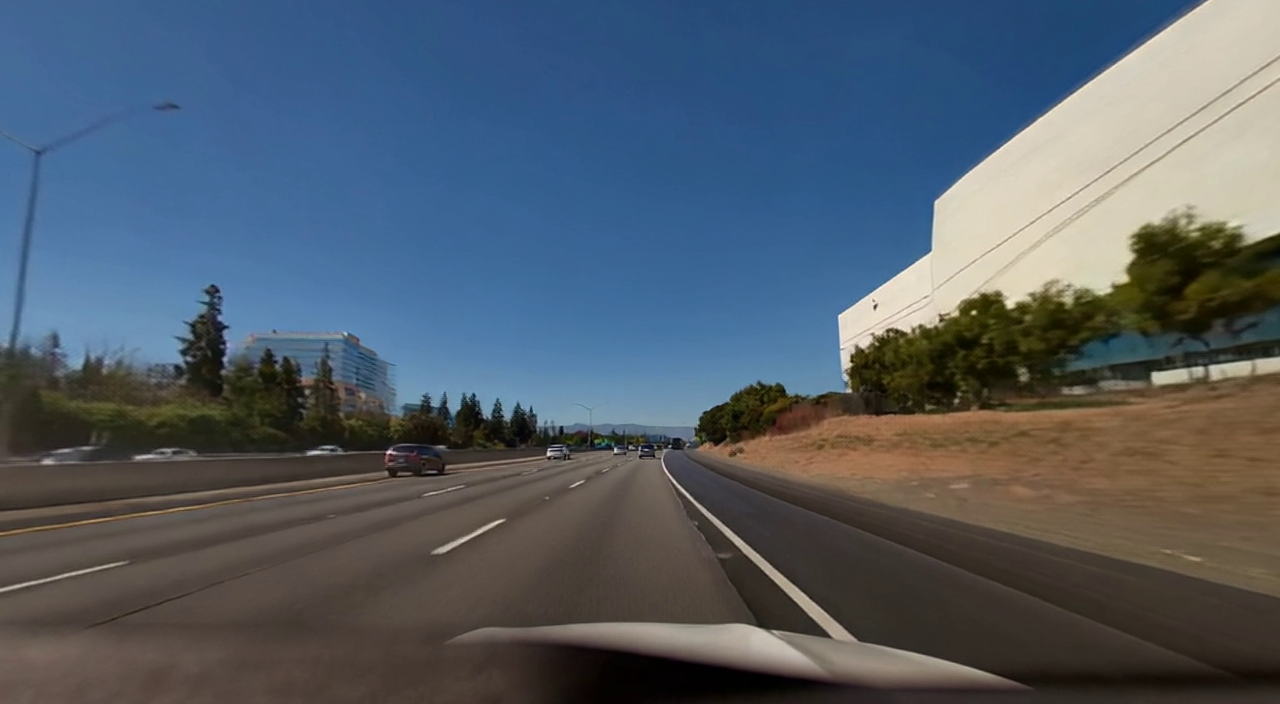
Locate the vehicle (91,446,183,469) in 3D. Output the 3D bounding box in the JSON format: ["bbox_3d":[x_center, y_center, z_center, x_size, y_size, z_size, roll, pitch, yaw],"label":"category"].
[{"bbox_3d":[-34.334,7.198,43.285,2.309,1.451,4.637,-1,-9,4],"label":"vehicle"}]

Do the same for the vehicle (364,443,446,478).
[{"bbox_3d":[-10.535,4.875,28.741,1.914,1.440,4.467,0,-8,1],"label":"vehicle"}]
